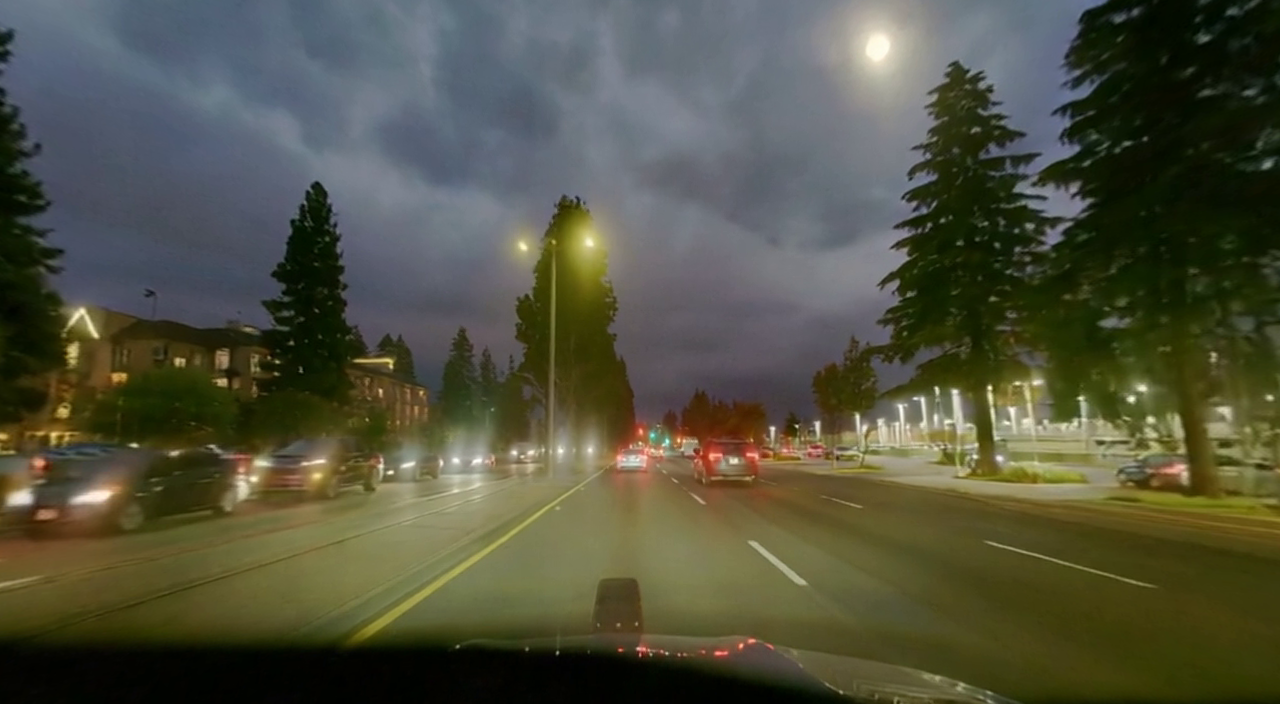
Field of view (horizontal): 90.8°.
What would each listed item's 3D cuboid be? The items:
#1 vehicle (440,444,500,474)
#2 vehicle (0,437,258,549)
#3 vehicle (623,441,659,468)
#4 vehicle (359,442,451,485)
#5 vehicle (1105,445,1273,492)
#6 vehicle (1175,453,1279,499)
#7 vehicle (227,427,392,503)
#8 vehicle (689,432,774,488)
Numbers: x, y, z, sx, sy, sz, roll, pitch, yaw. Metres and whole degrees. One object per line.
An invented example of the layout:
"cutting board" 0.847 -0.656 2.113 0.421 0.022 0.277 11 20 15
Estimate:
"vehicle" -9.065 5.727 34.069 1.938 1.464 4.340 0 -8 1
"vehicle" -9.022 2.251 10.879 1.955 1.484 4.608 0 -8 0
"vehicle" 0.029 6.446 39.950 2.145 1.572 4.021 0 -8 -1
"vehicle" -8.882 4.227 24.281 1.864 1.500 4.294 0 -8 0
"vehicle" 20.558 4.347 23.814 4.519 1.657 1.944 0 -8 -2
"vehicle" 20.676 4.133 21.194 3.914 1.421 1.695 0 -8 -2
"vehicle" -9.038 3.121 17.894 2.024 1.822 4.824 0 -8 0
"vehicle" 3.159 3.858 22.908 2.235 1.806 4.818 0 -8 -2
